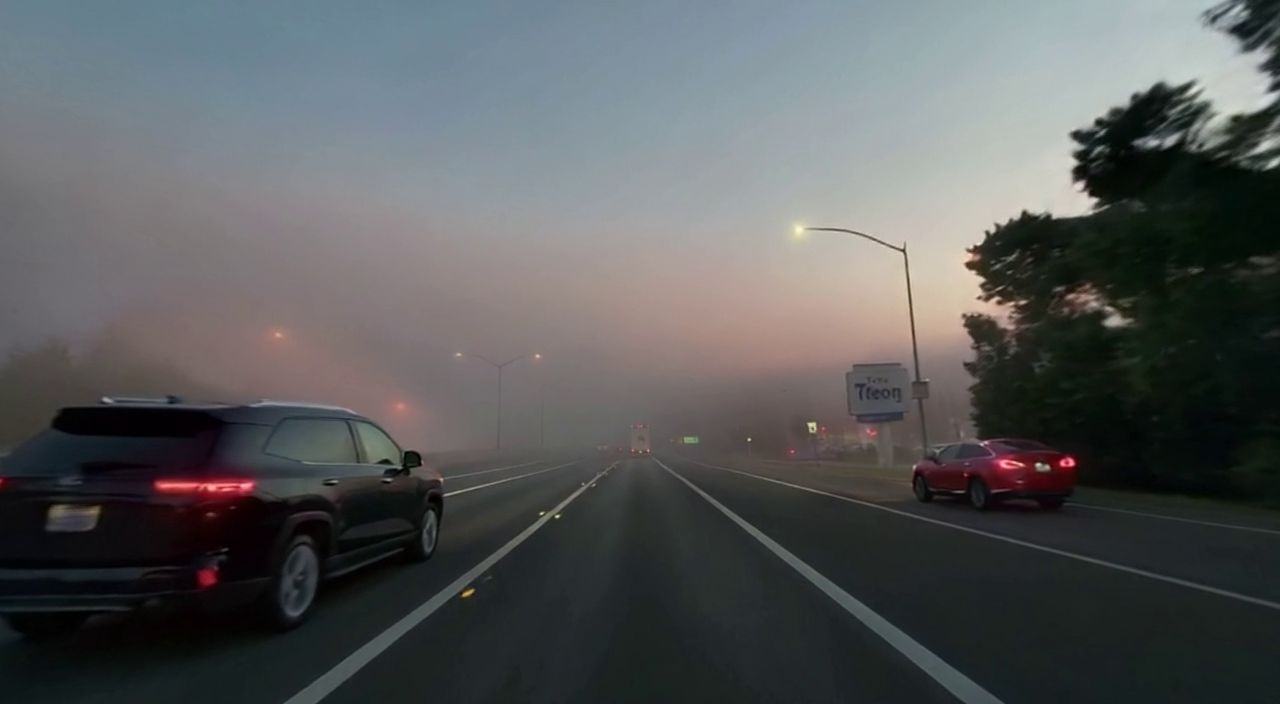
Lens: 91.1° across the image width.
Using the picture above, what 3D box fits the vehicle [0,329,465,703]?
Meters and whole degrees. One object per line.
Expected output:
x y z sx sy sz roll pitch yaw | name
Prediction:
-3.253 1.164 5.190 2.178 1.826 4.933 0 -9 0 | vehicle

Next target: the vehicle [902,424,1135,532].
6.856 2.301 12.040 1.958 1.681 4.109 0 -9 2 | vehicle
